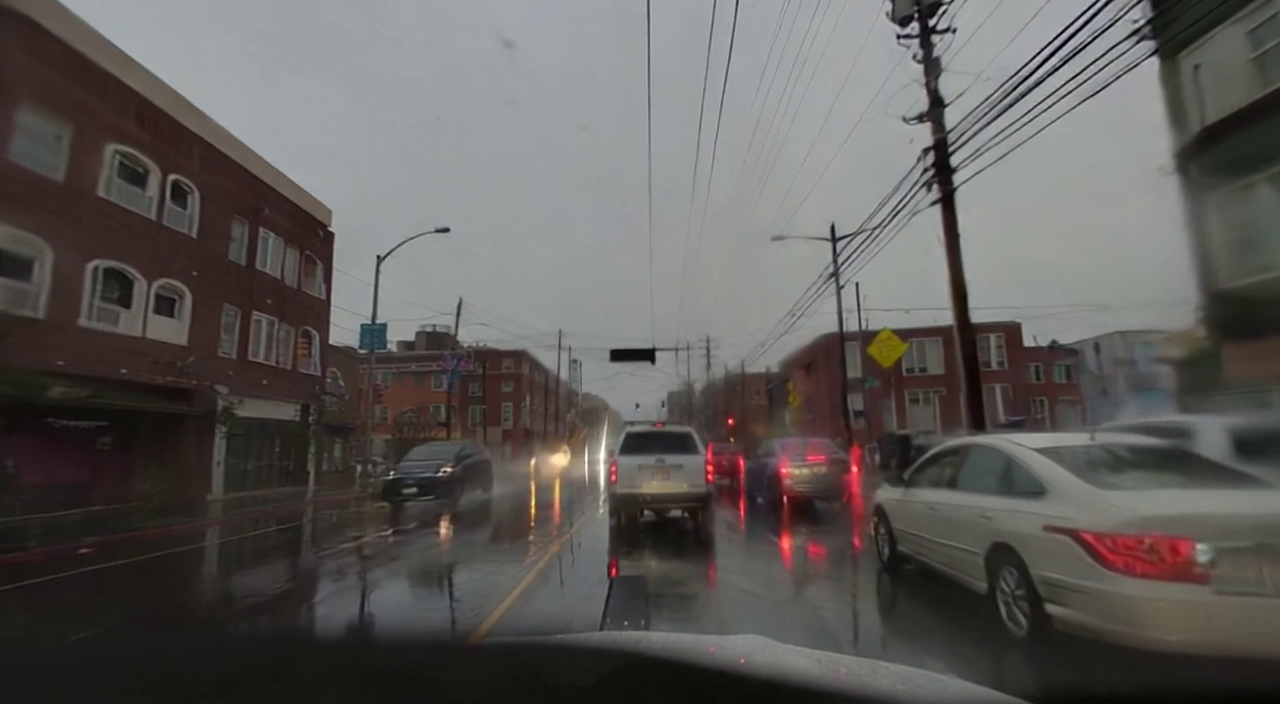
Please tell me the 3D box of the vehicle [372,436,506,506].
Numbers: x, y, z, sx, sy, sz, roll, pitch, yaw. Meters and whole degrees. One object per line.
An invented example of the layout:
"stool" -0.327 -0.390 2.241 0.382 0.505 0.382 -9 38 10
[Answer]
"vehicle" -5.463 3.266 17.921 2.215 1.703 4.614 -1 -8 1

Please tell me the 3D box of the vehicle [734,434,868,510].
"vehicle" 3.415 2.608 14.302 1.970 1.452 4.227 0 -8 1

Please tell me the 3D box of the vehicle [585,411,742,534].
"vehicle" 0.329 1.999 11.107 2.232 1.736 4.036 0 -8 0

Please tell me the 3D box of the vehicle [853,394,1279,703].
"vehicle" 3.369 1.274 5.133 1.906 1.578 4.020 0 -8 1

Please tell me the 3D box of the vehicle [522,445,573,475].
"vehicle" -5.182 6.121 35.867 2.014 1.538 4.275 -1 -8 3
